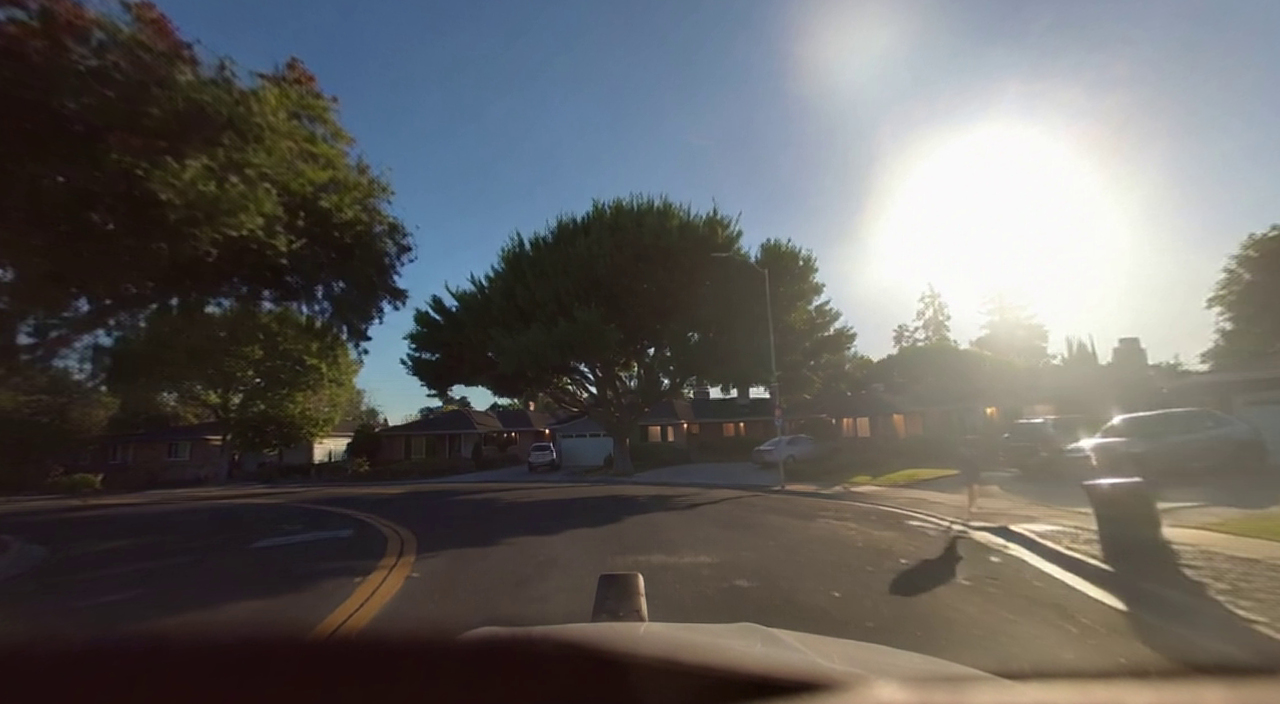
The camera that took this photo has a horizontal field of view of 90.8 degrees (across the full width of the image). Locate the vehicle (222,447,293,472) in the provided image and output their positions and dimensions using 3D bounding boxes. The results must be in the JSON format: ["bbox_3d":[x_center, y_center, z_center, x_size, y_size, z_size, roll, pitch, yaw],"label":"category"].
[{"bbox_3d":[-24.546,6.895,40.747,1.933,1.477,4.361,0,-9,-1],"label":"vehicle"}]

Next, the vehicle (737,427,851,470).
[{"bbox_3d":[7.018,4.347,28.622,4.799,1.451,2.144,0,-7,-32],"label":"vehicle"}]

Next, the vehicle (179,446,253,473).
[{"bbox_3d":[-27.194,6.898,40.712,2.042,1.633,4.132,0,-9,-3],"label":"vehicle"}]

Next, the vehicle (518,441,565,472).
[{"bbox_3d":[-5.443,5.786,35.374,1.819,1.442,4.329,-1,-6,2],"label":"vehicle"}]

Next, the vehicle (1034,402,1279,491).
[{"bbox_3d":[11.793,2.127,14.296,4.327,1.573,1.967,-4,-9,0],"label":"vehicle"}]
